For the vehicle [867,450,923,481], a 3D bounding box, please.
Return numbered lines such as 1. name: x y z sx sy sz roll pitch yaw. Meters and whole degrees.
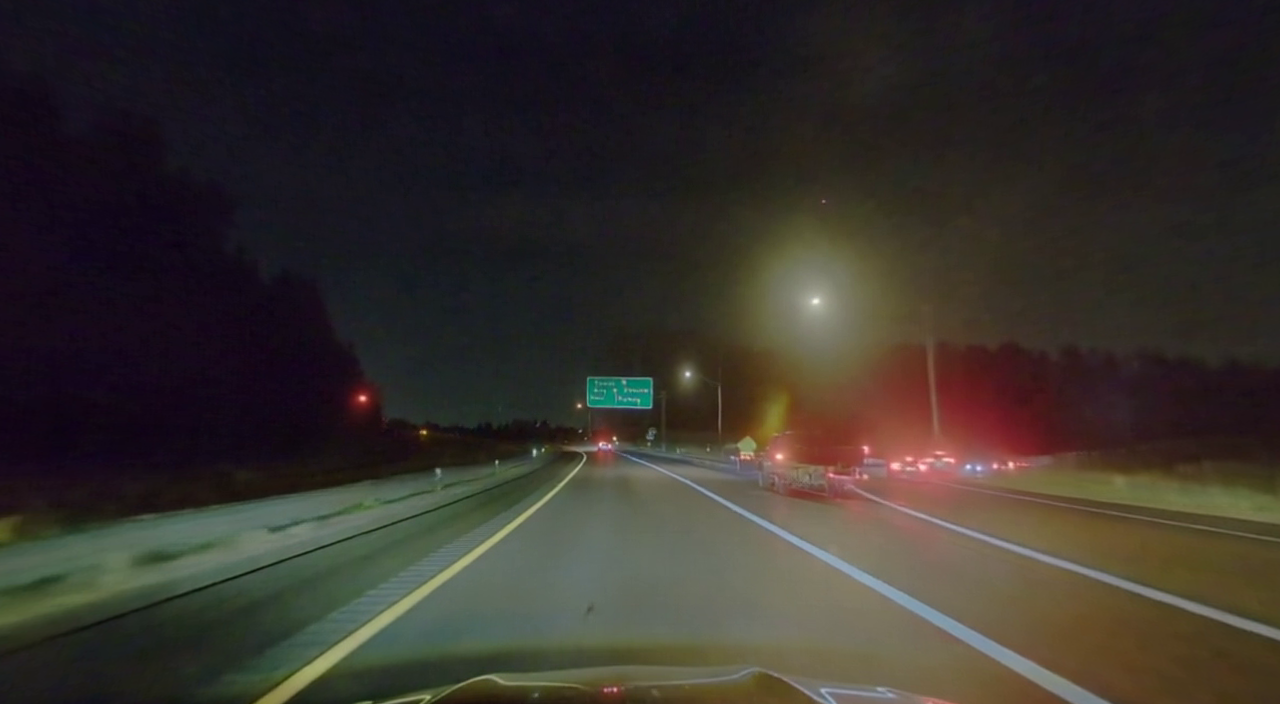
1. vehicle: 12.852 5.694 31.857 2.129 1.444 3.649 -3 -9 15
